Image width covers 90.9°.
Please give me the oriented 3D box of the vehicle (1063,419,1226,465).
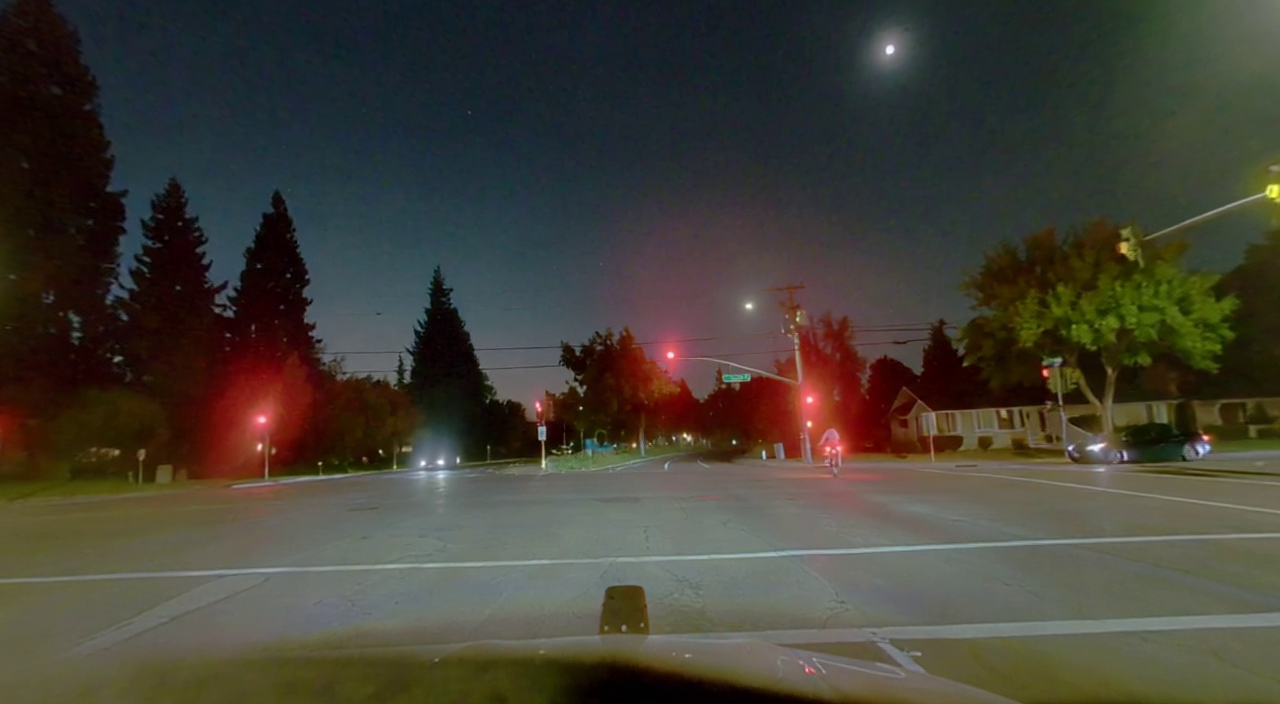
[{"bbox_3d":[17.299,3.108,21.766,3.969,1.493,1.823,0,-9,1],"label":"vehicle"}]
